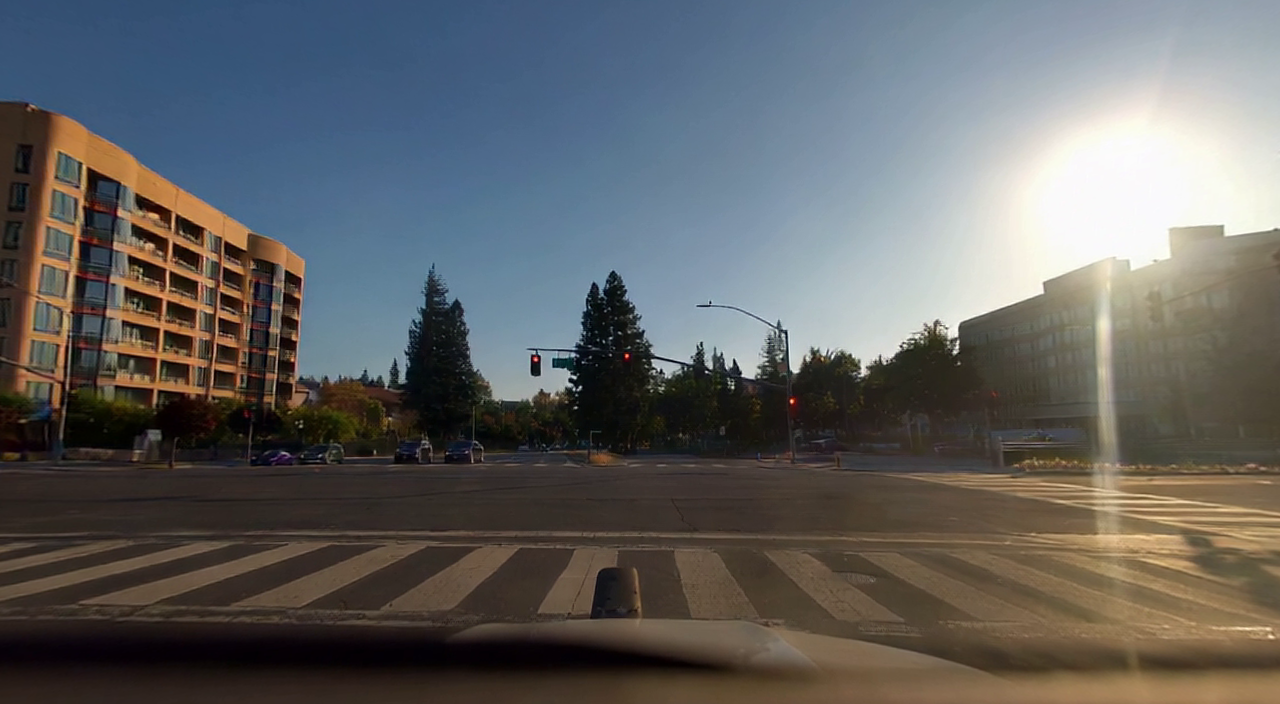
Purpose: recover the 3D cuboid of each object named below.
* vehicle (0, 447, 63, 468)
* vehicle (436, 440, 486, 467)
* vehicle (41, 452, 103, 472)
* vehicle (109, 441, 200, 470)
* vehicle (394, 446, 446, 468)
[{"bbox_3d":[-45.285,7.777,46.612,1.858,1.467,3.624,0,-9,1],"label":"vehicle"},{"bbox_3d":[-12.005,6.832,42.659,2.080,1.763,4.341,0,-8,1],"label":"vehicle"},{"bbox_3d":[-41.625,8.042,46.375,1.552,1.339,3.340,-1,-9,-3],"label":"vehicle"},{"bbox_3d":[-34.936,7.447,45.749,2.204,1.955,5.518,0,-8,0],"label":"vehicle"},{"bbox_3d":[-15.521,7.441,44.841,2.056,1.450,4.343,0,-8,0],"label":"vehicle"}]
